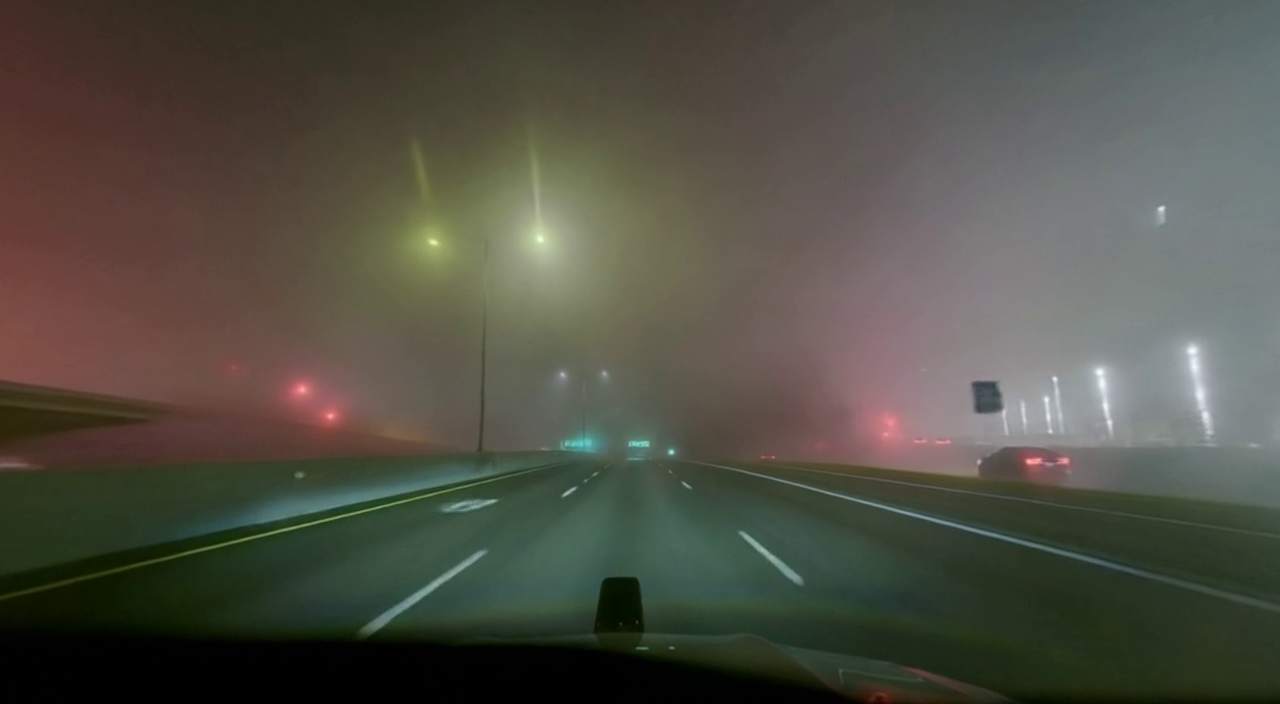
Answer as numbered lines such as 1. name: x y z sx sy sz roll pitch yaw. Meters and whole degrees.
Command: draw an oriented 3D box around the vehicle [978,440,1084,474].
1. vehicle: 18.266 4.900 29.824 2.059 1.457 4.537 0 -8 -1
